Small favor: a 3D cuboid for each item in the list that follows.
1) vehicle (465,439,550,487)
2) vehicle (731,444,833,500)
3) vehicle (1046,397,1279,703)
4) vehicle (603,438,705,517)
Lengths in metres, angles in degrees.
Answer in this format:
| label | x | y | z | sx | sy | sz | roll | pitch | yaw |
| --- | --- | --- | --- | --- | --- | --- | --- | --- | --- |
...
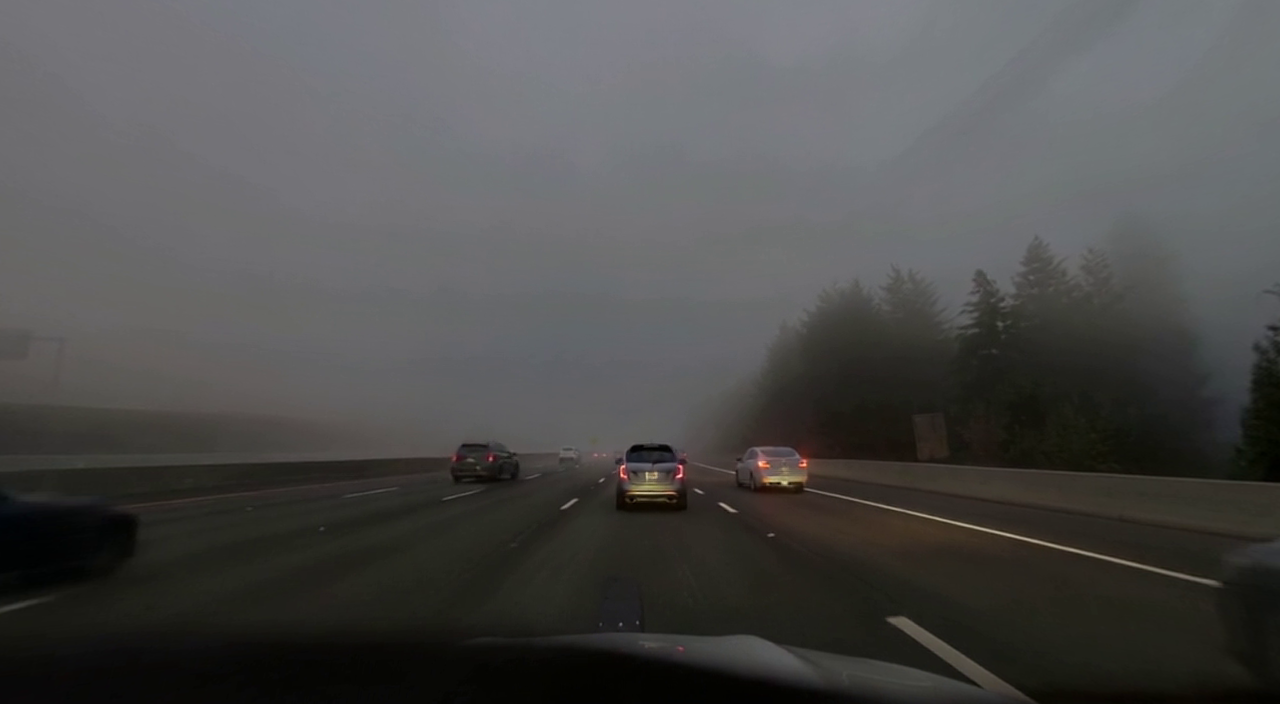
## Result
| label | x | y | z | sx | sy | sz | roll | pitch | yaw |
| --- | --- | --- | --- | --- | --- | --- | --- | --- | --- |
| vehicle | -5.297 | 4.509 | 25.954 | 2.182 | 1.743 | 5.144 | 0 | -9 | 2 |
| vehicle | 4.198 | 3.618 | 19.474 | 2.002 | 1.499 | 4.710 | 0 | -9 | -1 |
| vehicle | 3.558 | 0.852 | 1.873 | 2.044 | 1.523 | 3.947 | 0 | -9 | 0 |
| vehicle | 0.277 | 2.807 | 14.575 | 2.044 | 1.554 | 3.824 | 0 | -9 | 0 |
